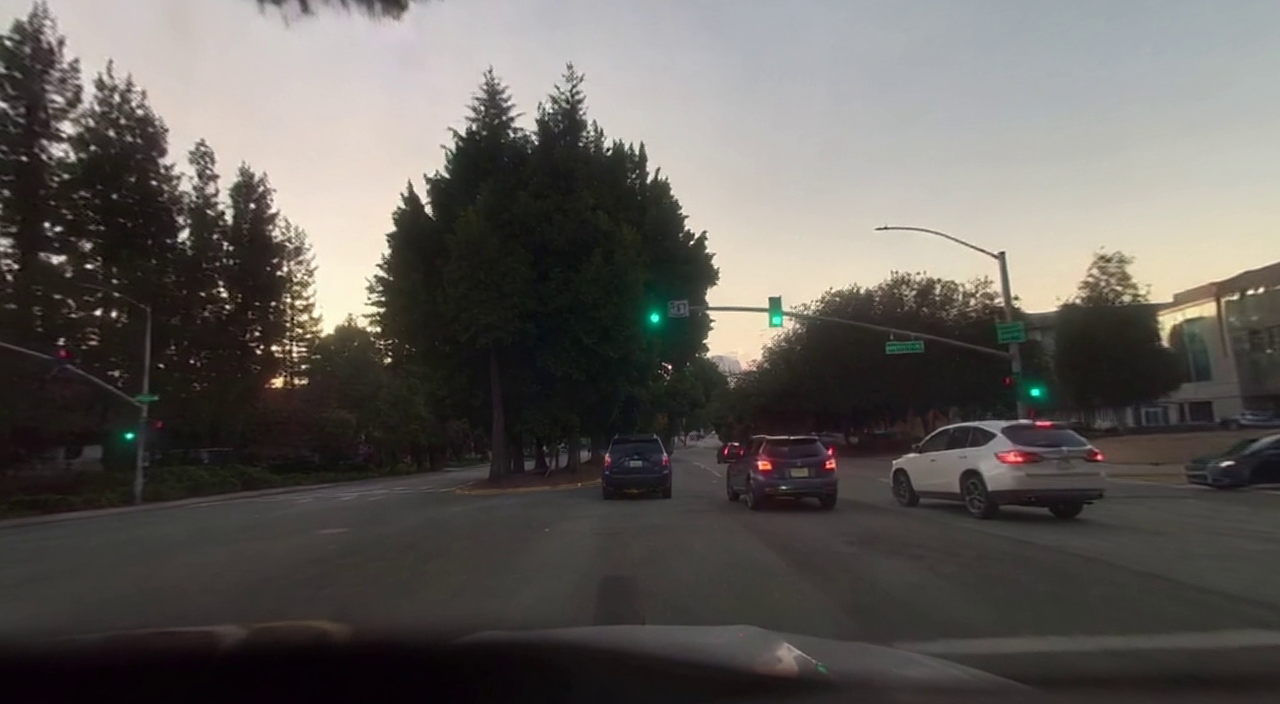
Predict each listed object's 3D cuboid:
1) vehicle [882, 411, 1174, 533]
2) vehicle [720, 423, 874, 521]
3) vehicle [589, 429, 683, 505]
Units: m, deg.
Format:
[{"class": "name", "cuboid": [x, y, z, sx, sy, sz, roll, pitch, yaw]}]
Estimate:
[{"class": "vehicle", "cuboid": [7.019, 2.247, 12.463, 2.251, 1.873, 5.346, 0, -9, -1]}, {"class": "vehicle", "cuboid": [3.246, 2.617, 14.384, 2.057, 1.788, 5.216, 0, -9, -1]}, {"class": "vehicle", "cuboid": [-0.147, 3.199, 18.015, 2.353, 1.894, 4.122, 0, -9, -1]}]
